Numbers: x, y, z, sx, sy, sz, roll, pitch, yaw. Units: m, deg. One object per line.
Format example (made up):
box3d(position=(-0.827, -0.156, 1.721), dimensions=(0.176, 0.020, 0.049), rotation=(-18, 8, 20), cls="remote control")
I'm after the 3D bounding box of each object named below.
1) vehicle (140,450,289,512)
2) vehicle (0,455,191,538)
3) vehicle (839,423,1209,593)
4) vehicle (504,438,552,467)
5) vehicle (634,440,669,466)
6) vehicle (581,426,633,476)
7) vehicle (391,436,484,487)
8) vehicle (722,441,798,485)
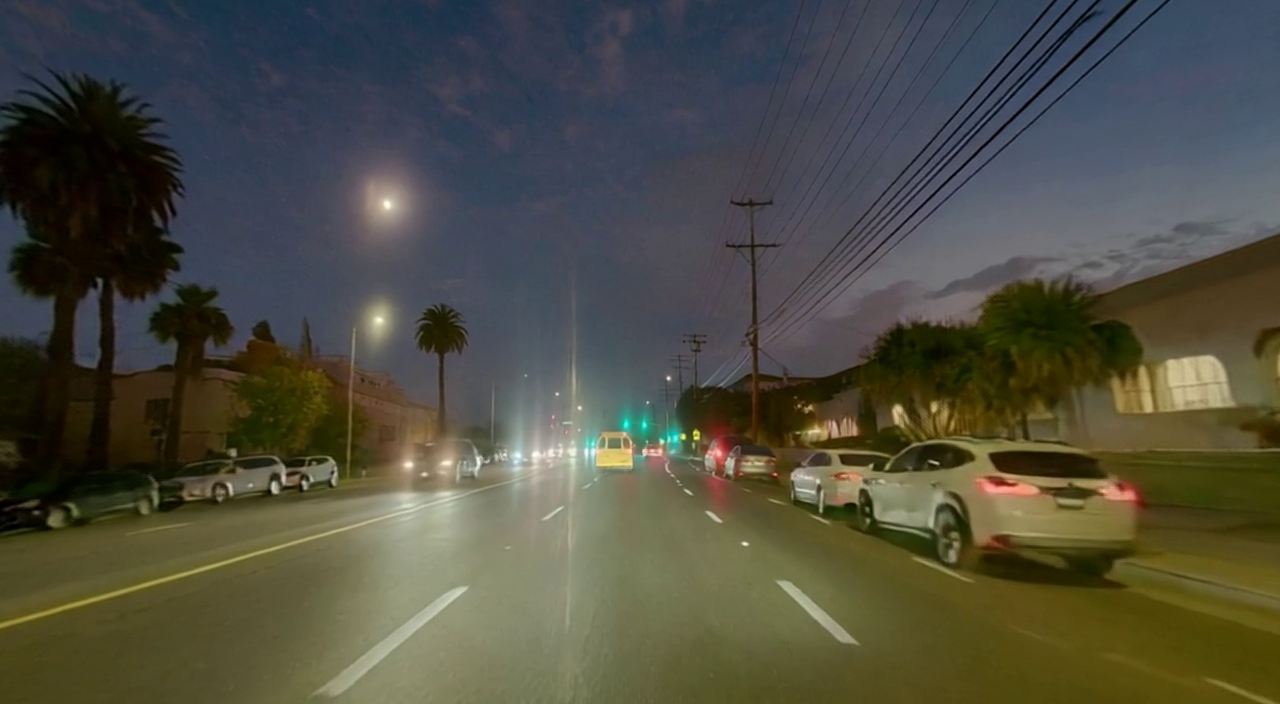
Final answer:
box3d(position=(-14.193, 4.283, 21.443), dimensions=(2.041, 1.643, 4.665), rotation=(-6, -9, -3), cls="vehicle")
box3d(position=(-13.671, 3.438, 15.538), dimensions=(1.979, 1.509, 4.763), rotation=(-3, -7, -4), cls="vehicle")
box3d(position=(4.202, 1.741, 7.952), dimensions=(1.946, 1.530, 4.240), rotation=(0, -8, -1), cls="vehicle")
box3d(position=(-8.498, 7.657, 48.404), dimensions=(2.653, 1.964, 5.699), rotation=(-3, -8, 0), cls="vehicle")
box3d(position=(0.738, 6.302, 39.407), dimensions=(2.063, 1.495, 3.849), rotation=(0, -8, 2), cls="vehicle")
box3d(position=(-1.476, 4.455, 28.593), dimensions=(2.168, 2.040, 4.527), rotation=(0, -8, -2), cls="vehicle")
box3d(position=(-7.887, 4.289, 25.133), dimensions=(2.096, 1.798, 4.831), rotation=(0, -8, 0), cls="vehicle")
box3d(position=(4.342, 4.077, 23.636), dimensions=(1.838, 1.458, 4.750), rotation=(0, -8, -1), cls="vehicle")
